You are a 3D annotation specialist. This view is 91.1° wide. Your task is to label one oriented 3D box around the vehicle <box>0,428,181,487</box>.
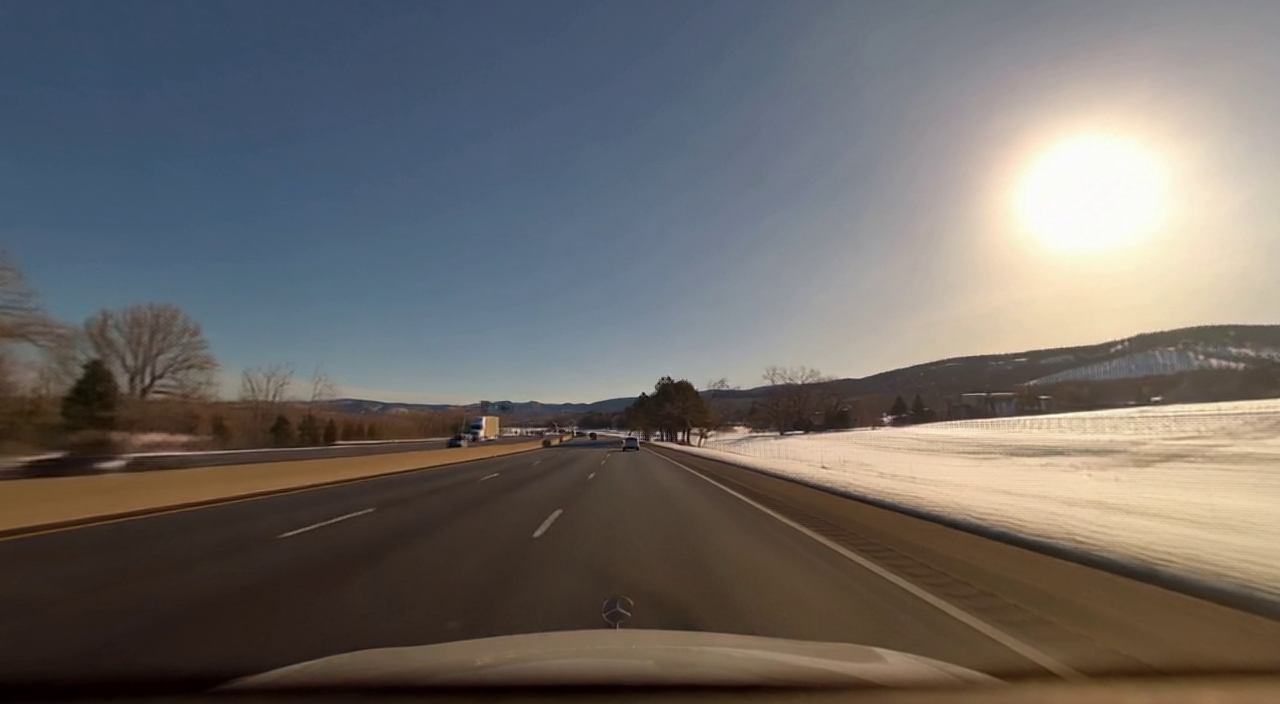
[{"bbox_3d":[-15.256,2.881,17.551,1.749,1.446,4.162,0,-8,0],"label":"vehicle"}]
